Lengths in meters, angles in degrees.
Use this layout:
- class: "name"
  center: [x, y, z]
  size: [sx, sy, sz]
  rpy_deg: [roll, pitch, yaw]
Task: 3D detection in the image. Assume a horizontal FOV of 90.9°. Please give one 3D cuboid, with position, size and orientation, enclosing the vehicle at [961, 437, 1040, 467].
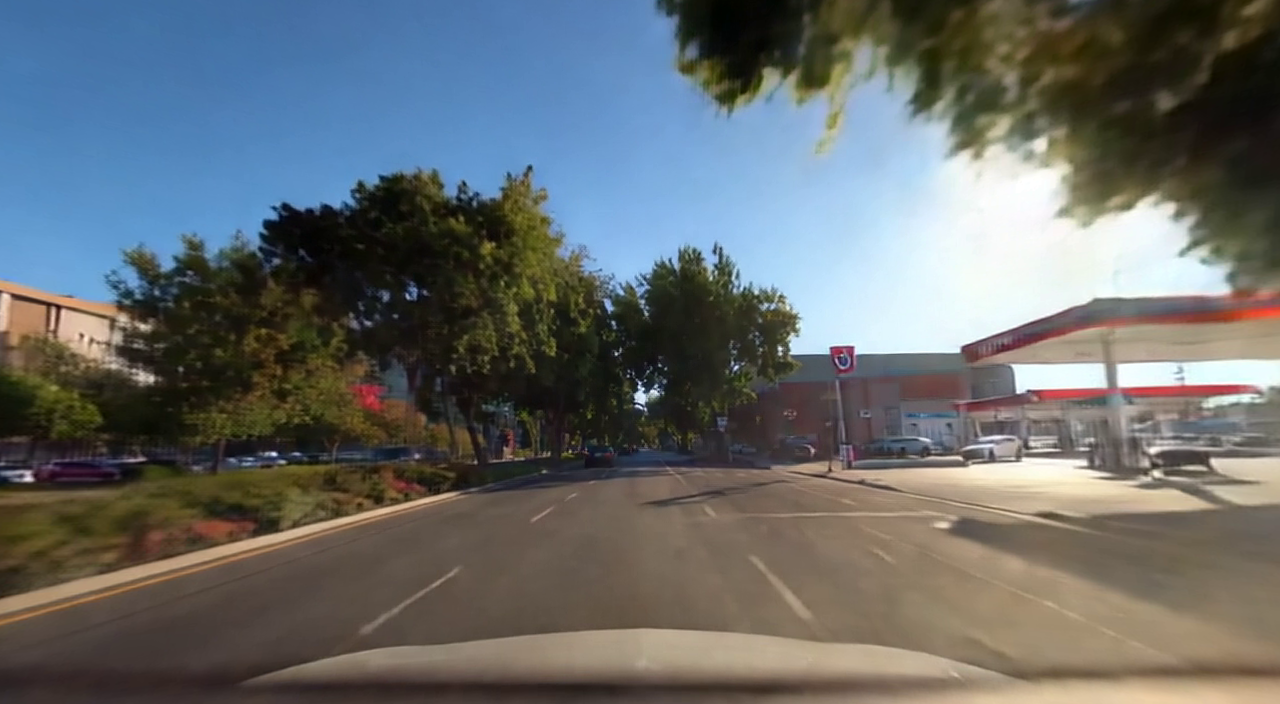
- class: "vehicle"
  center: [21.459, 5.913, 37.478]
  size: [4.484, 1.697, 1.959]
  rpy_deg: [5, -10, -30]

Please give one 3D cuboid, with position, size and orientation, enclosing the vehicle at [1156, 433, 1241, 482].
- class: "vehicle"
  center: [20.837, 3.902, 23.456]
  size: [4.394, 1.624, 1.803]
  rpy_deg: [8, -13, -43]

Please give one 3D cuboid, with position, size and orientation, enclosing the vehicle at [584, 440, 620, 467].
- class: "vehicle"
  center: [-2.687, 7.374, 45.846]
  size: [2.196, 1.801, 4.542]
  rpy_deg: [0, -9, 1]

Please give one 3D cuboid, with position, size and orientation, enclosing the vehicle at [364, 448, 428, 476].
- class: "vehicle"
  center: [-14.712, 6.653, 38.298]
  size: [1.894, 1.574, 4.655]
  rpy_deg: [0, -9, 2]

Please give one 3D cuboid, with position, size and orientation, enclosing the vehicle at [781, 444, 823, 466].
- class: "vehicle"
  center: [11.885, 7.571, 46.568]
  size: [1.967, 1.500, 4.353]
  rpy_deg: [-1, -9, 1]

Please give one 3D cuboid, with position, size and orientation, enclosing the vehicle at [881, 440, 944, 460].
- class: "vehicle"
  center: [21.539, 7.733, 49.735]
  size: [4.674, 1.471, 1.954]
  rpy_deg: [4, -10, -28]
